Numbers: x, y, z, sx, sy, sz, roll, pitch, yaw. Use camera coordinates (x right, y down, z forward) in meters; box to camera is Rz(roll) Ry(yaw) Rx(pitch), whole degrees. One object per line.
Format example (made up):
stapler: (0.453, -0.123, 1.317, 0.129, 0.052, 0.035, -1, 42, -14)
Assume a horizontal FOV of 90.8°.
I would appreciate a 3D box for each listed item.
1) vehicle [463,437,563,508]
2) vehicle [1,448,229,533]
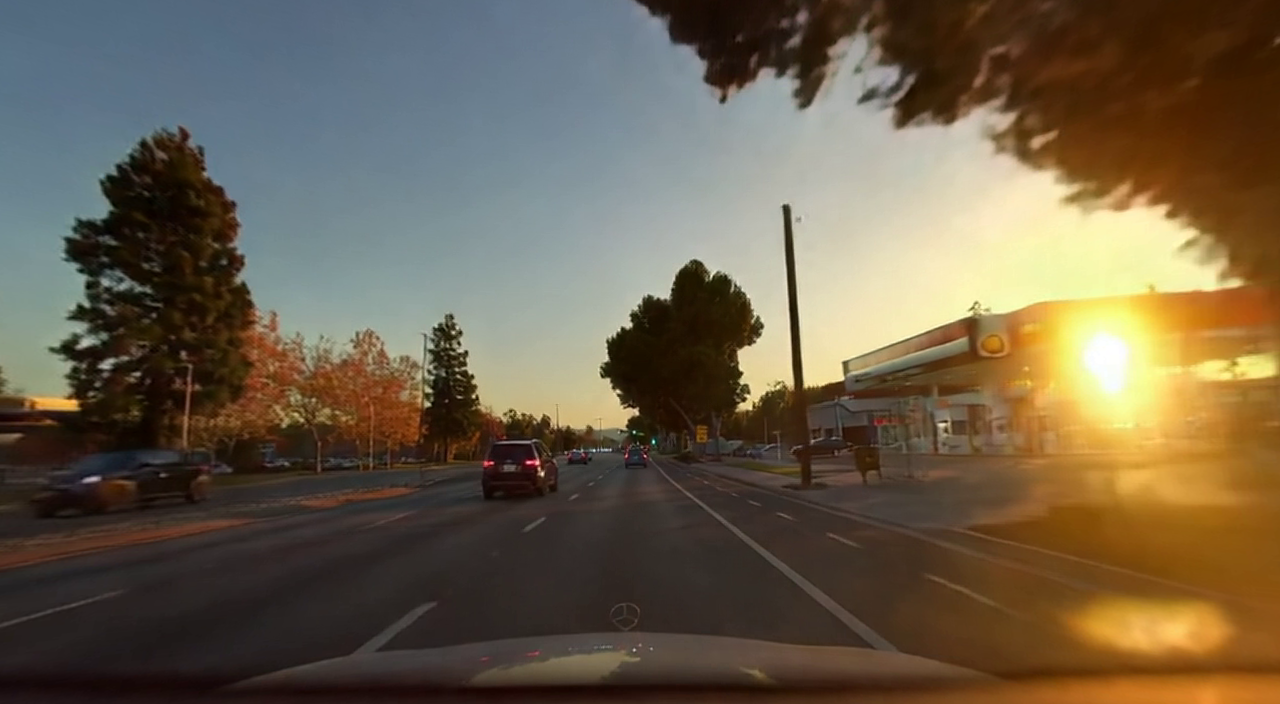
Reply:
vehicle: (-3.548, 3.461, 18.580, 1.985, 1.772, 4.479, -1, -9, 0)
vehicle: (-11.780, 3.079, 14.654, 1.893, 1.622, 4.161, 0, -9, -4)
